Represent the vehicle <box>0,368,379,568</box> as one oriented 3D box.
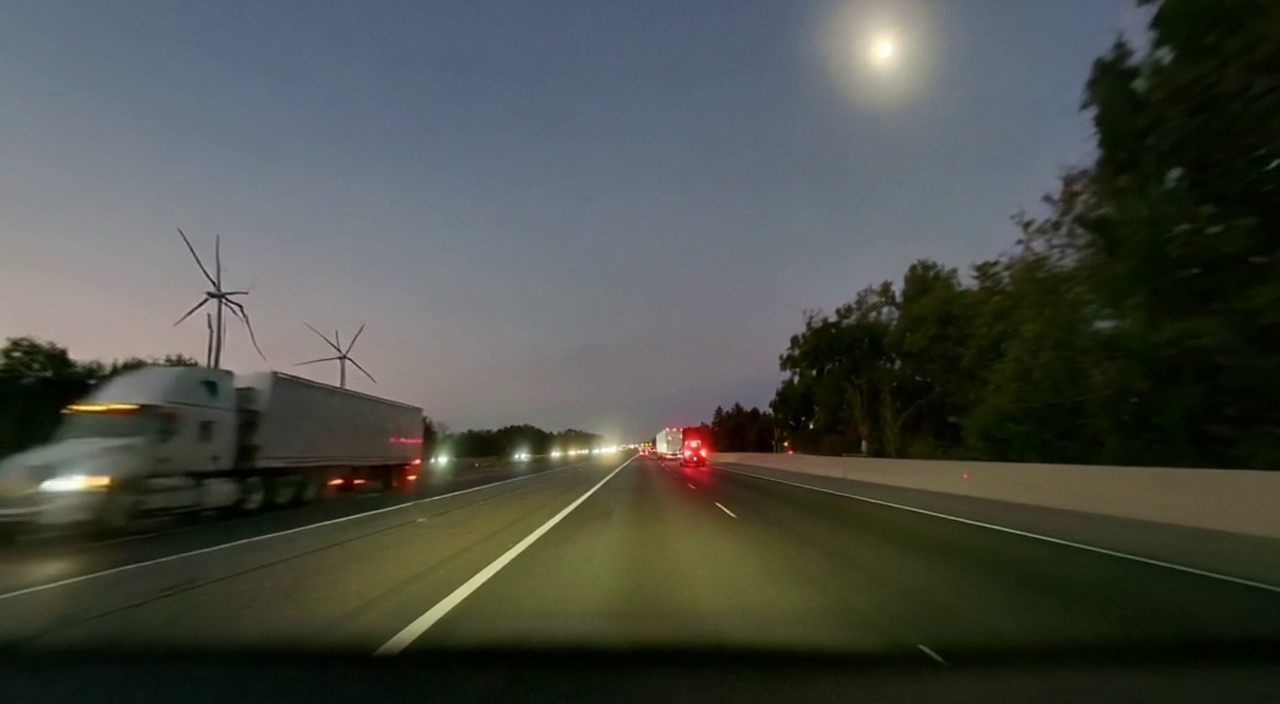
[{"bbox_3d":[-8.193,2.205,12.583,2.700,2.772,7.443,0,-9,0],"label":"vehicle"}]
